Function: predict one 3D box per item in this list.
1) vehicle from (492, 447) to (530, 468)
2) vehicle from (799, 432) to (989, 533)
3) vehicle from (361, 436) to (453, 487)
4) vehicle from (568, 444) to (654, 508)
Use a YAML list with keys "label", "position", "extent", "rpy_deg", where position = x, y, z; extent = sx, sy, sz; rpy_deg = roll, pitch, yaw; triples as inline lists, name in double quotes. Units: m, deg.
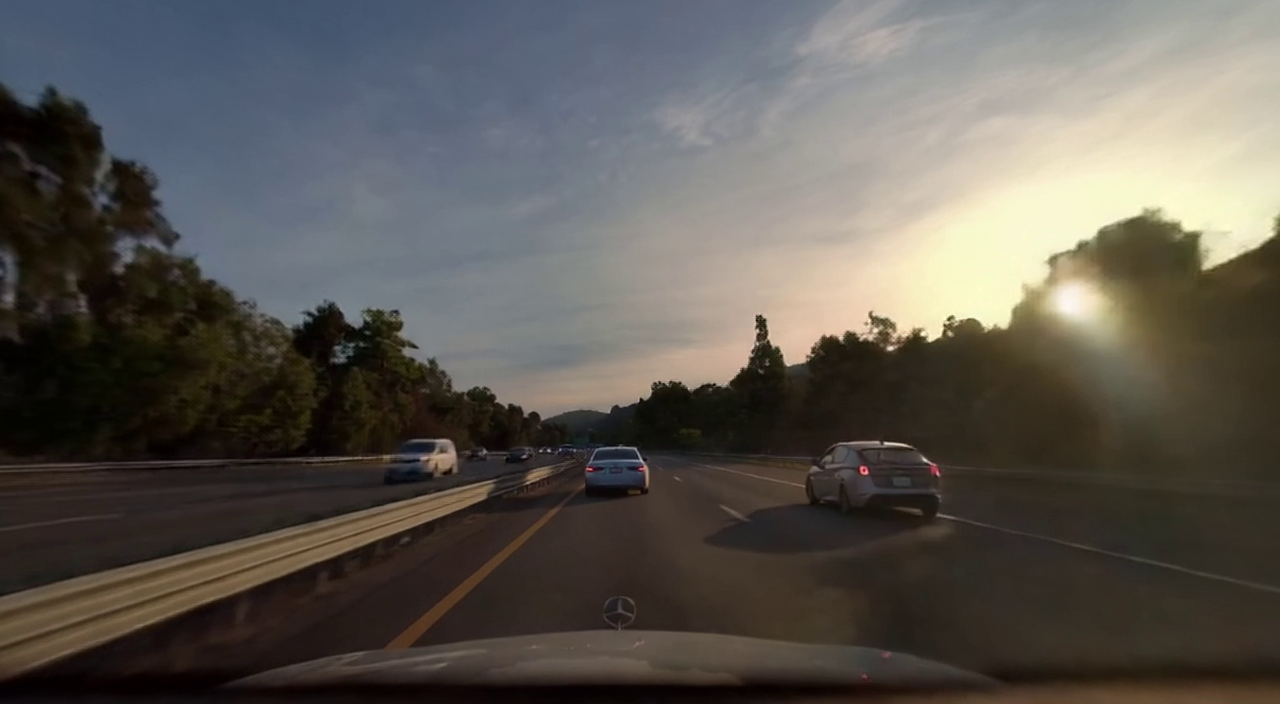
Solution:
- label: "vehicle"
  position: [-9.545, 7.826, 46.661]
  extent: [1.899, 1.522, 4.578]
  rpy_deg: [0, -9, -1]
- label: "vehicle"
  position: [4.451, 2.333, 11.696]
  extent: [1.910, 1.554, 3.718]
  rpy_deg: [0, -9, -1]
- label: "vehicle"
  position: [-9.021, 4.263, 24.699]
  extent: [2.033, 1.814, 4.280]
  rpy_deg: [0, -9, -1]
- label: "vehicle"
  position: [-0.702, 3.238, 16.879]
  extent: [2.013, 1.479, 4.169]
  rpy_deg: [0, -9, -1]
